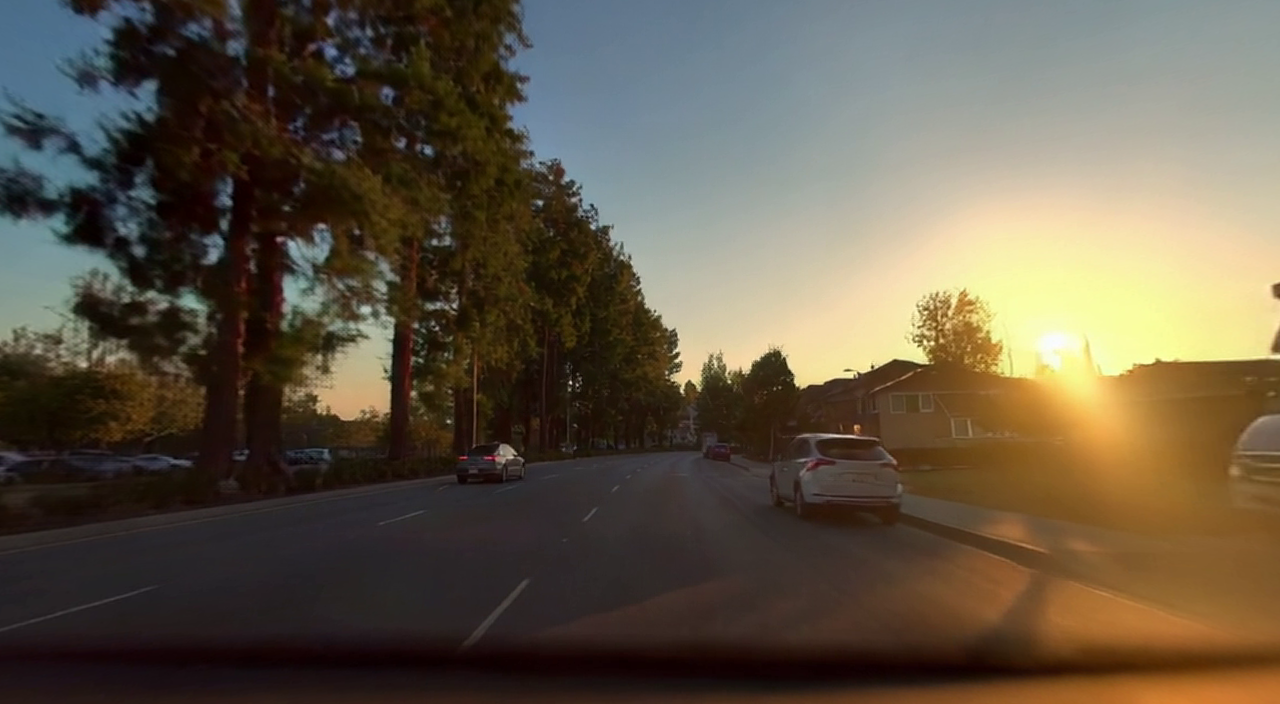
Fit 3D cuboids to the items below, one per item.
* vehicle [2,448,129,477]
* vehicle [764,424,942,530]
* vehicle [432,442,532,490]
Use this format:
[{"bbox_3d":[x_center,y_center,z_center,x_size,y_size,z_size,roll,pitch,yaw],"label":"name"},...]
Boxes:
[{"bbox_3d":[-30.304,5.849,33.368,4.481,1.441,1.960,2,-8,-10],"label":"vehicle"},{"bbox_3d":[3.931,2.383,12.664,2.064,1.697,4.718,0,-8,2],"label":"vehicle"},{"bbox_3d":[-5.266,3.857,21.773,2.060,1.473,4.645,0,-8,3],"label":"vehicle"}]
